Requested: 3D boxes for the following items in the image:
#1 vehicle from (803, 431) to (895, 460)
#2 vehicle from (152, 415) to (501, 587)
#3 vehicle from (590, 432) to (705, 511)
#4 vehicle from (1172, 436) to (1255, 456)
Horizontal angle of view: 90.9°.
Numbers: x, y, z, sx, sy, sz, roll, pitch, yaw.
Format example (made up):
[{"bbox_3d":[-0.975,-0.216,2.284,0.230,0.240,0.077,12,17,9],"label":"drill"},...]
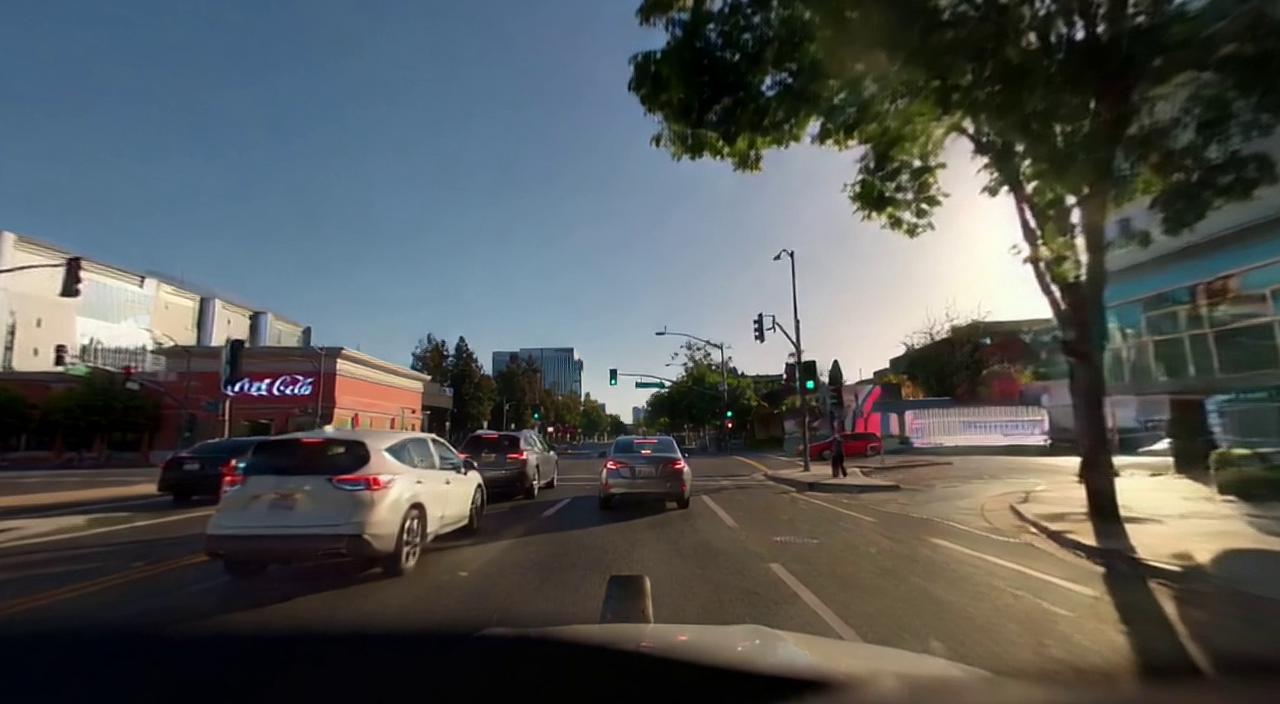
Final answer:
[{"bbox_3d":[13.078,5.866,39.617,5.032,1.762,1.982,0,-8,0],"label":"vehicle"},{"bbox_3d":[-3.290,1.653,7.870,2.029,1.517,4.375,0,-8,1],"label":"vehicle"},{"bbox_3d":[0.236,2.633,14.408,2.258,1.507,3.896,-1,-8,3],"label":"vehicle"},{"bbox_3d":[43.691,7.150,48.039,4.582,1.442,1.860,0,-8,-3],"label":"vehicle"}]
